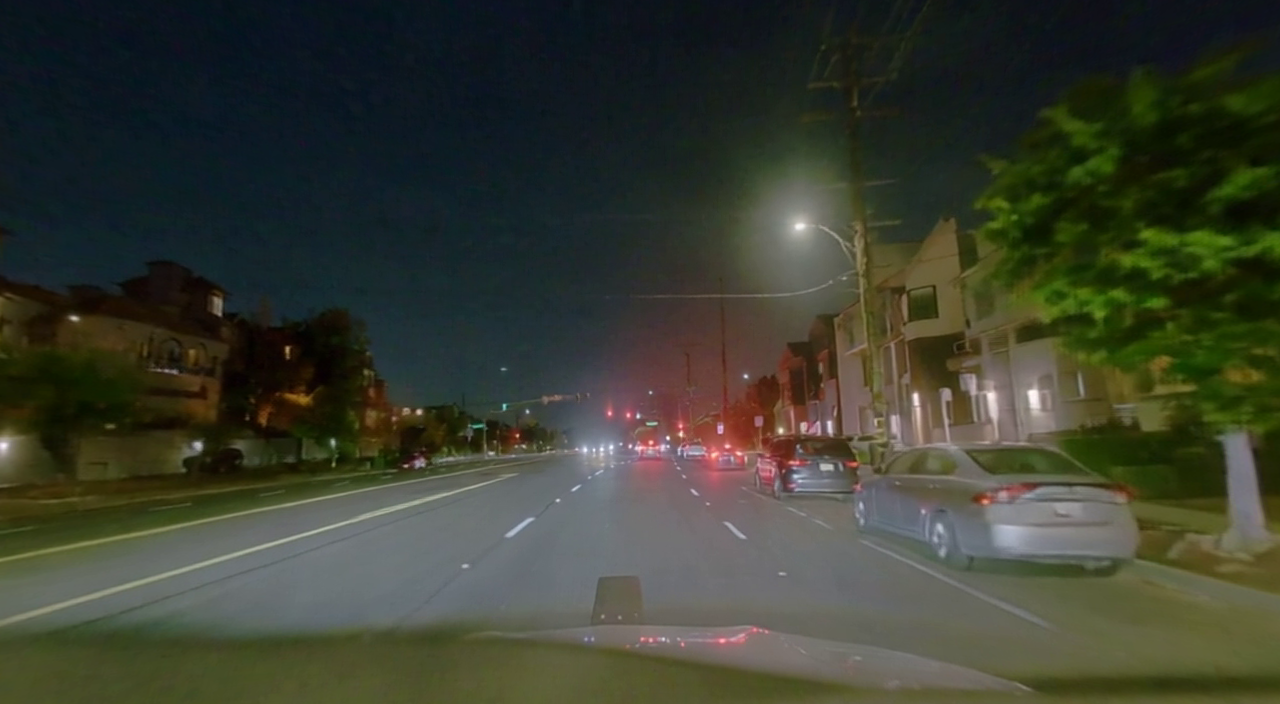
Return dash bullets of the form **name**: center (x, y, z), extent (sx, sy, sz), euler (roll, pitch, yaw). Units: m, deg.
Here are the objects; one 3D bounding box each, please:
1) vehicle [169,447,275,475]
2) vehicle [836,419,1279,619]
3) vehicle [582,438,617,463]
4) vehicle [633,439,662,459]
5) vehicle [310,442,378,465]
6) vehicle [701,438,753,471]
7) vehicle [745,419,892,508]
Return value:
- **vehicle**: center (-22.343, 5.834, 33.874), extent (4.397, 1.423, 1.789), euler (0, -8, 2)
- **vehicle**: center (3.934, 1.584, 7.043), extent (1.956, 1.468, 4.524), euler (0, -8, -1)
- **vehicle**: center (-2.559, 6.388, 40.941), extent (1.986, 1.508, 4.261), euler (0, -8, 0)
- **vehicle**: center (0.573, 7.430, 48.463), extent (2.081, 1.475, 4.361), euler (0, -8, 0)
- **vehicle**: center (-22.144, 7.596, 47.314), extent (4.091, 1.614, 1.910), euler (0, -8, -1)
- **vehicle**: center (4.191, 5.016, 31.163), extent (1.964, 1.485, 4.454), euler (0, -8, 0)
- **vehicle**: center (4.002, 2.601, 15.100), extent (2.069, 1.780, 4.480), euler (0, -8, -1)
